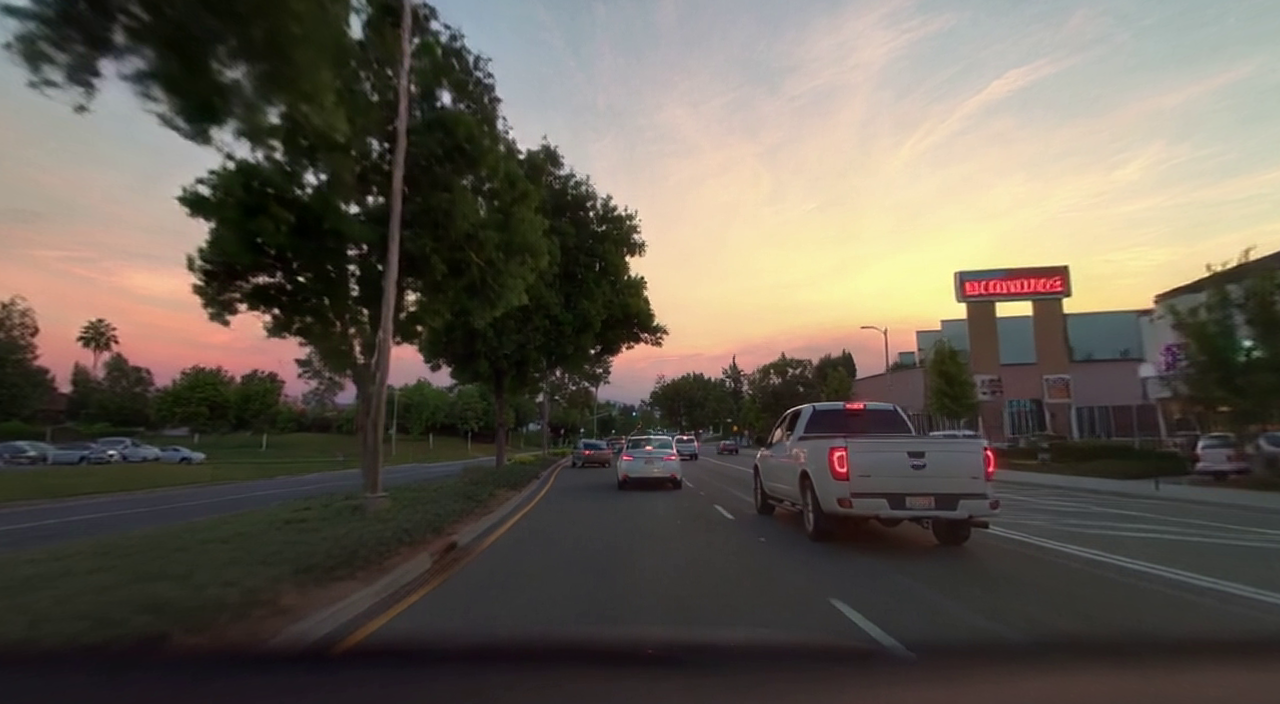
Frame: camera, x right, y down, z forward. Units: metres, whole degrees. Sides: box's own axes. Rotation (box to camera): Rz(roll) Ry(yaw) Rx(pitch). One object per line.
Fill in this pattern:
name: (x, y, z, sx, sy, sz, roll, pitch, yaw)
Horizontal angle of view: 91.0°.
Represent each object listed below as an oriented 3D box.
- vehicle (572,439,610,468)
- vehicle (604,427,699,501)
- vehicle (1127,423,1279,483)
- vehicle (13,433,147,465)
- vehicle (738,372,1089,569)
vehicle: (-2.749, 5.564, 34.756, 1.960, 1.475, 4.161, 1, -9, -6)
vehicle: (0.247, 2.828, 16.300, 2.145, 1.650, 4.021, 0, -8, 0)
vehicle: (18.562, 3.253, 20.452, 1.909, 1.717, 4.451, 0, -9, 1)
vehicle: (-32.877, 5.707, 37.097, 5.603, 1.772, 2.150, 1, -9, -3)
vehicle: (3.385, 1.708, 9.813, 2.731, 2.101, 6.047, 0, -9, 0)
